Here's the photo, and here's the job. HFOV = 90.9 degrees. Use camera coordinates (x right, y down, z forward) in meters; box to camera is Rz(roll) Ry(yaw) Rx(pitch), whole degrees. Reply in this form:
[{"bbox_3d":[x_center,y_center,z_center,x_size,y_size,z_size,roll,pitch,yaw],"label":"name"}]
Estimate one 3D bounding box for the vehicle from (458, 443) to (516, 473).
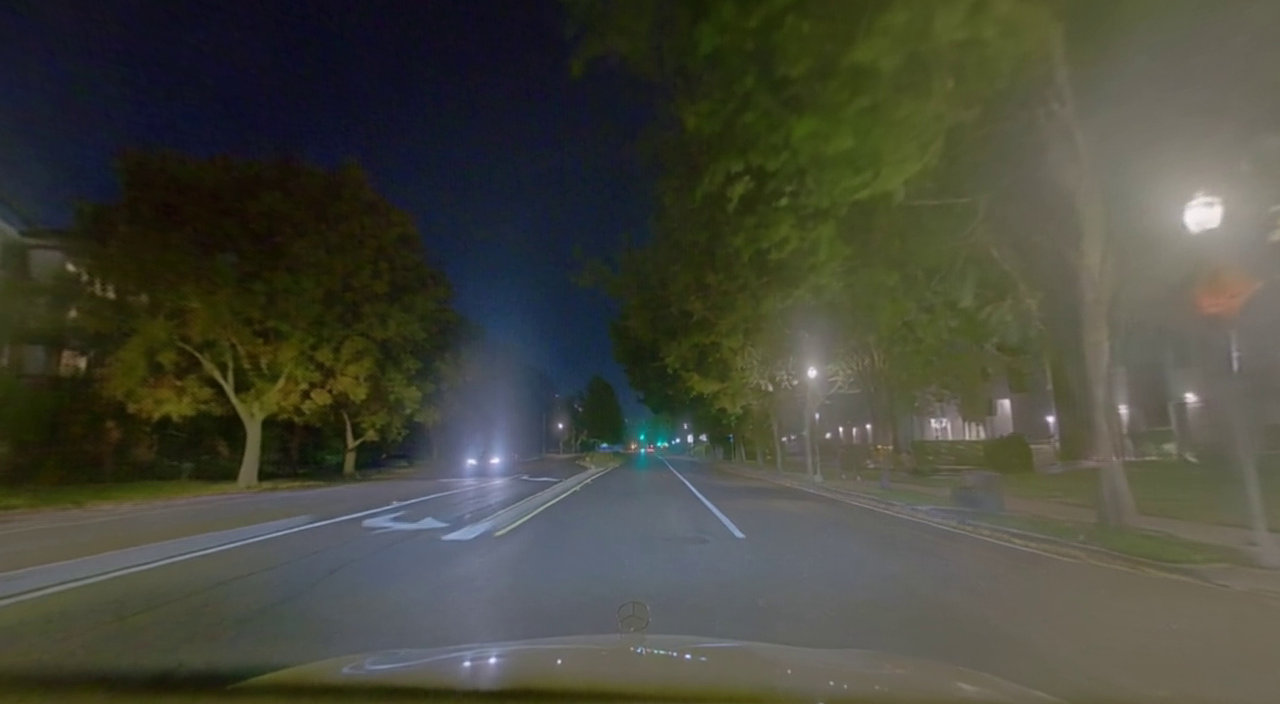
[{"bbox_3d":[-8.303,5.777,34.559,2.044,1.548,4.284,0,-8,1],"label":"vehicle"}]
